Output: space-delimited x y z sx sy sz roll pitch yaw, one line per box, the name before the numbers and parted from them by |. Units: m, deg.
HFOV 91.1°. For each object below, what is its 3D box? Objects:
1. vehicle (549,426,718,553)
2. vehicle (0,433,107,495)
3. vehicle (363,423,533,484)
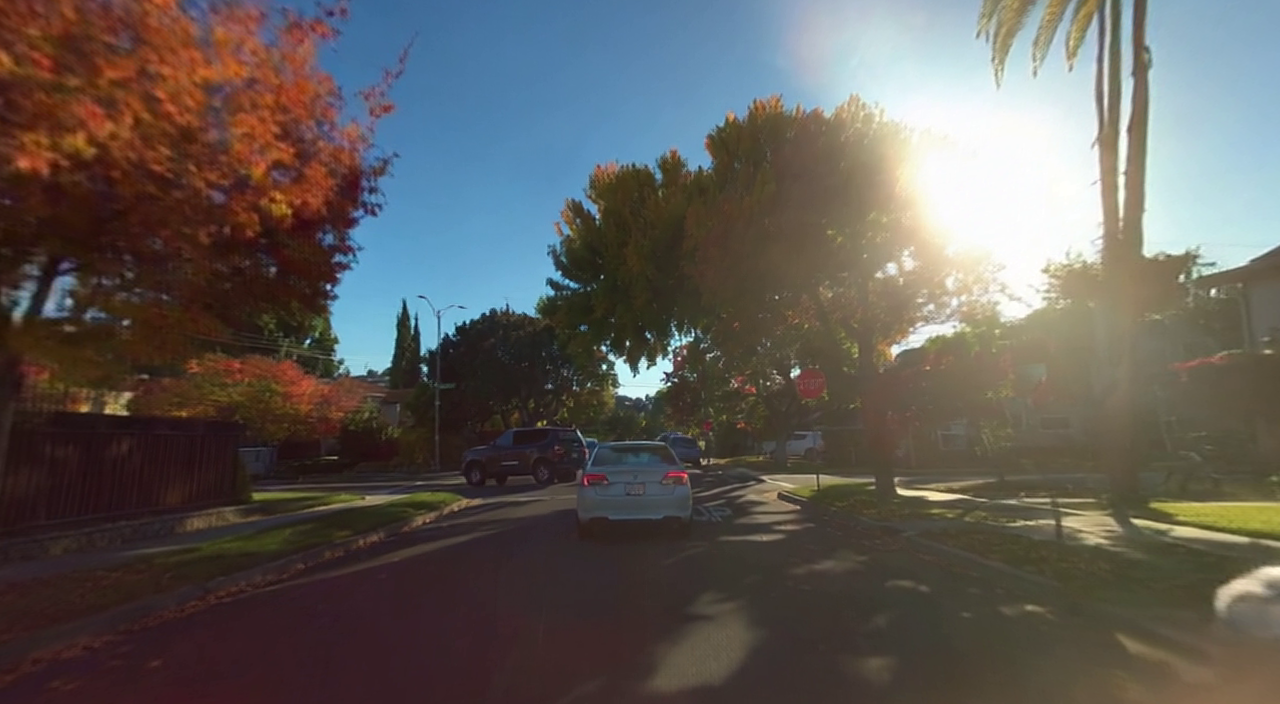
vehicle | -0.084 1.959 9.627 2.010 1.499 4.107 0 -9 0
vehicle | -20.810 3.727 20.680 4.603 1.858 2.191 -3 -8 2
vehicle | -7.349 3.850 23.931 6.308 2.057 2.353 -5 -10 28
